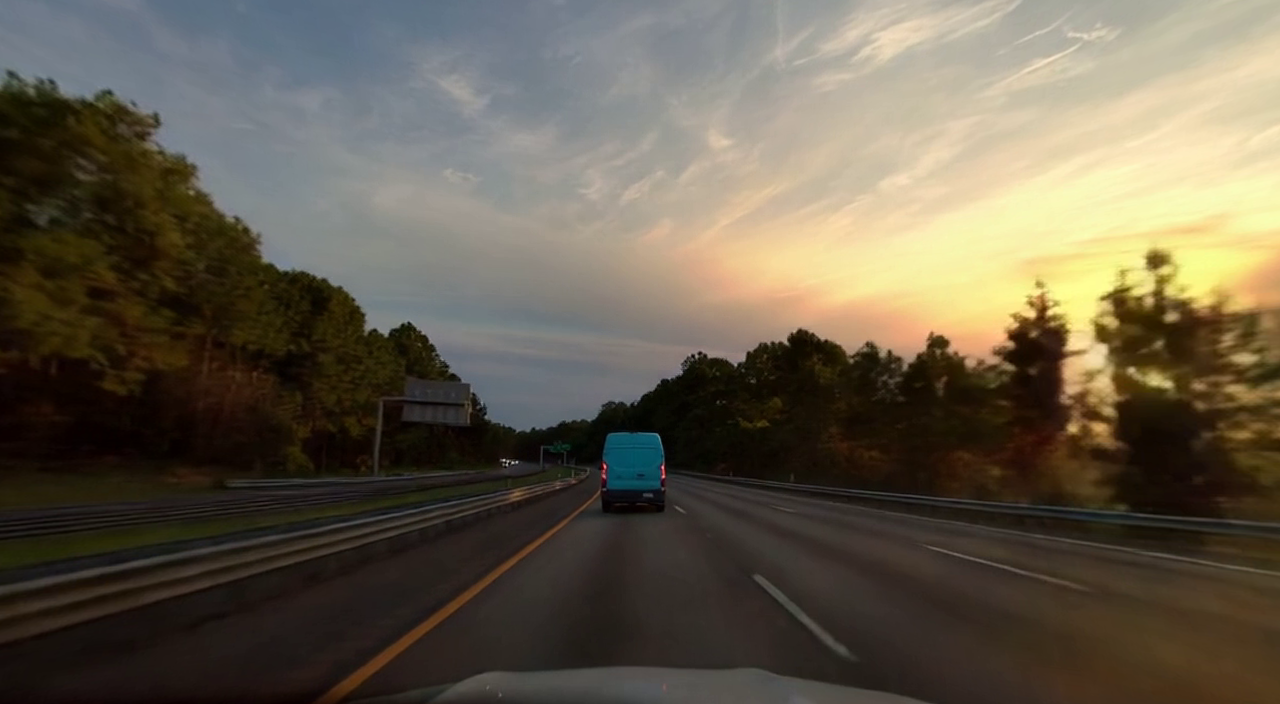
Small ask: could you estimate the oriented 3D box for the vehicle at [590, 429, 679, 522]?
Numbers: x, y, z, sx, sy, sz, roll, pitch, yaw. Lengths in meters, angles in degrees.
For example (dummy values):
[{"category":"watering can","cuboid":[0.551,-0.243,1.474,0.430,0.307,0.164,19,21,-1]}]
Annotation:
[{"category":"vehicle","cuboid":[-0.299,3.877,20.066,2.375,2.432,6.161,1,-10,-3]}]
